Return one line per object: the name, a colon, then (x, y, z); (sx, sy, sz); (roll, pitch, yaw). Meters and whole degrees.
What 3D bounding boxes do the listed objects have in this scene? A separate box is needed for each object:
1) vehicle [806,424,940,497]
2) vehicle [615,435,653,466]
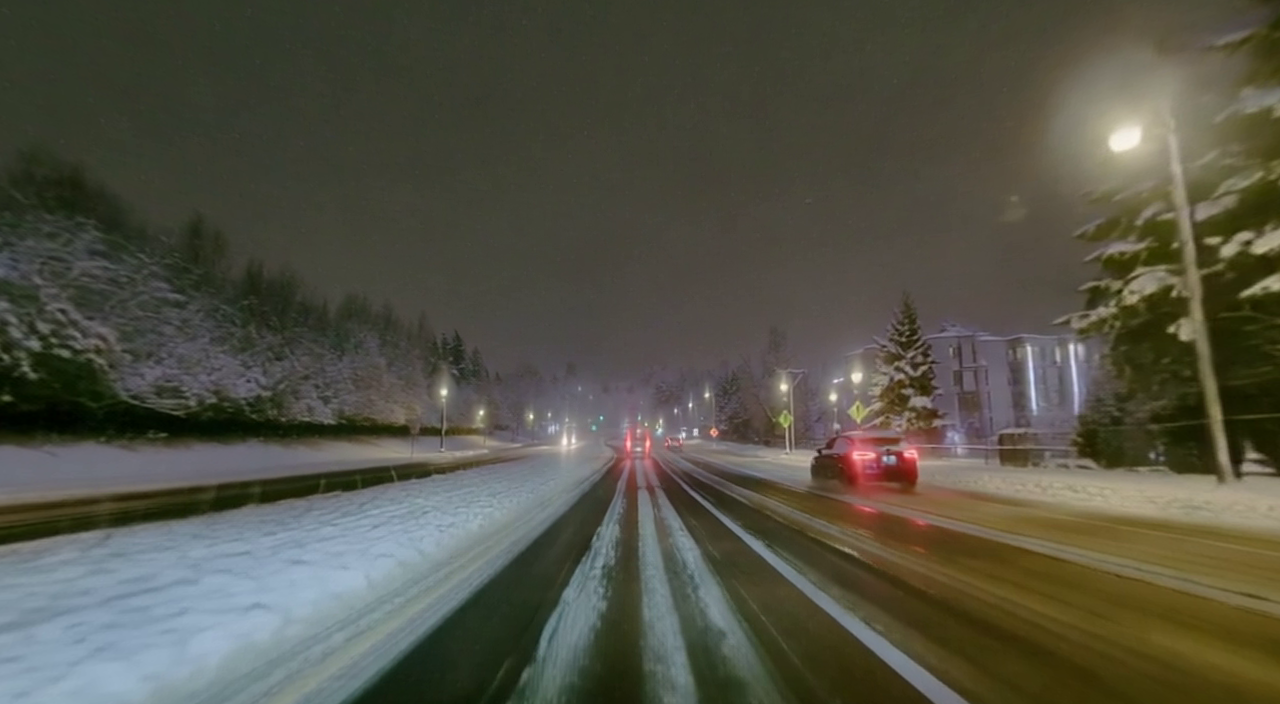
vehicle: (6.501, 3.087, 18.285); (2.026, 1.804, 4.565); (0, -8, -1)
vehicle: (-0.321, 6.026, 38.779); (2.193, 1.794, 4.457); (0, -8, 0)
